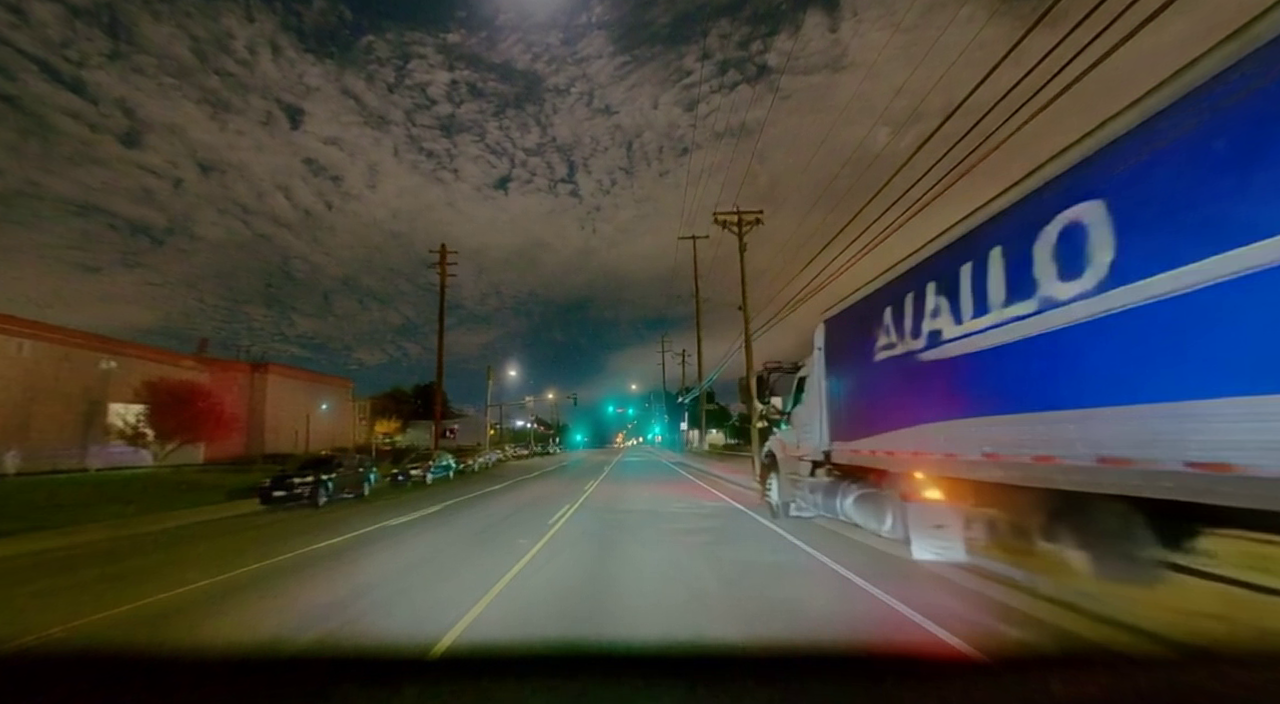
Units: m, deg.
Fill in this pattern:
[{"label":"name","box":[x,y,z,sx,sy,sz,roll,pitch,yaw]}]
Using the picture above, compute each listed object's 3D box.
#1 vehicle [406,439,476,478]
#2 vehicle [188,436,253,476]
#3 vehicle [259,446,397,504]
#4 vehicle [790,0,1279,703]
[{"label":"vehicle","box":[-9.447,5.100,30.405,2.027,1.719,4.575,0,-9,-3]},{"label":"vehicle","box":[-21.742,5.368,32.927,1.954,1.868,4.977,3,-9,-24]},{"label":"vehicle","box":[-8.941,3.533,18.659,1.939,1.480,4.632,0,-9,-3]},{"label":"vehicle","box":[3.656,0.119,3.064,3.168,3.106,9.350,0,-8,-2]}]
